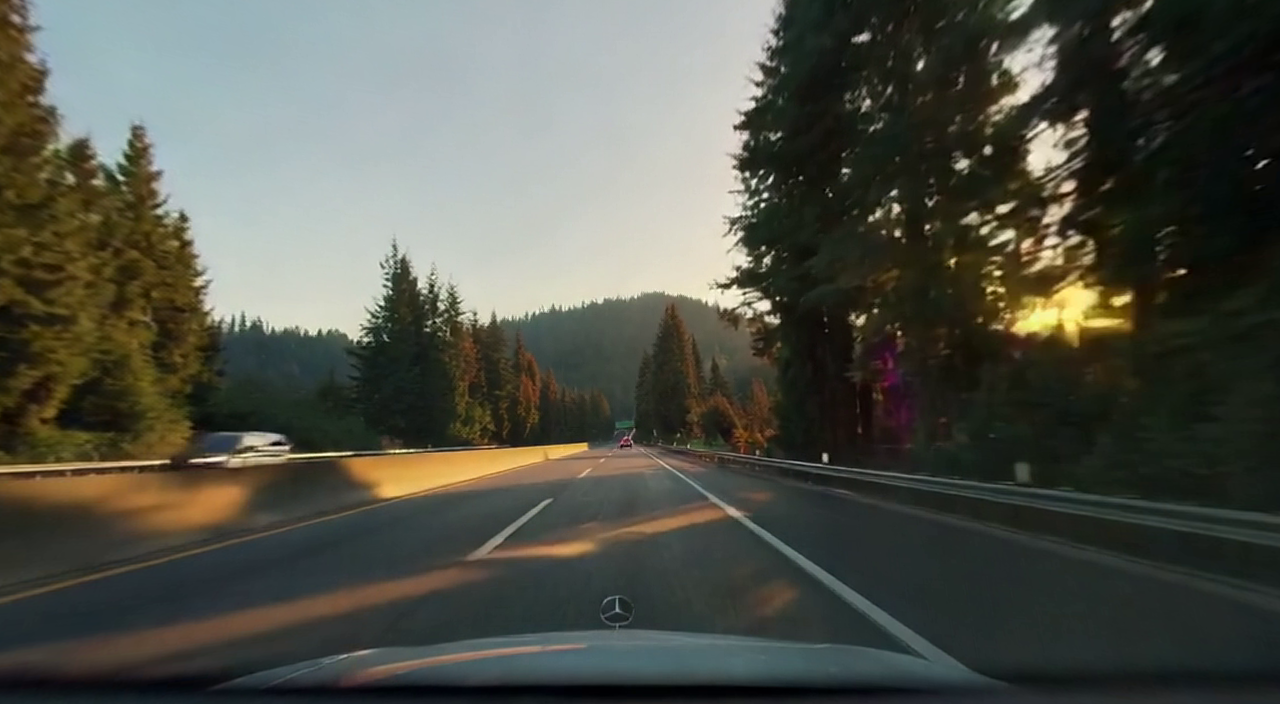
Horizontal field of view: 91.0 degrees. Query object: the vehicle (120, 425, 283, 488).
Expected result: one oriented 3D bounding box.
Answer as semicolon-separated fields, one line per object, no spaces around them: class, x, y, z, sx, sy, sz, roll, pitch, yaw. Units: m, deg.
vehicle;-13.896;3.321;20.385;1.991;1.780;4.619;0;-8;-2
